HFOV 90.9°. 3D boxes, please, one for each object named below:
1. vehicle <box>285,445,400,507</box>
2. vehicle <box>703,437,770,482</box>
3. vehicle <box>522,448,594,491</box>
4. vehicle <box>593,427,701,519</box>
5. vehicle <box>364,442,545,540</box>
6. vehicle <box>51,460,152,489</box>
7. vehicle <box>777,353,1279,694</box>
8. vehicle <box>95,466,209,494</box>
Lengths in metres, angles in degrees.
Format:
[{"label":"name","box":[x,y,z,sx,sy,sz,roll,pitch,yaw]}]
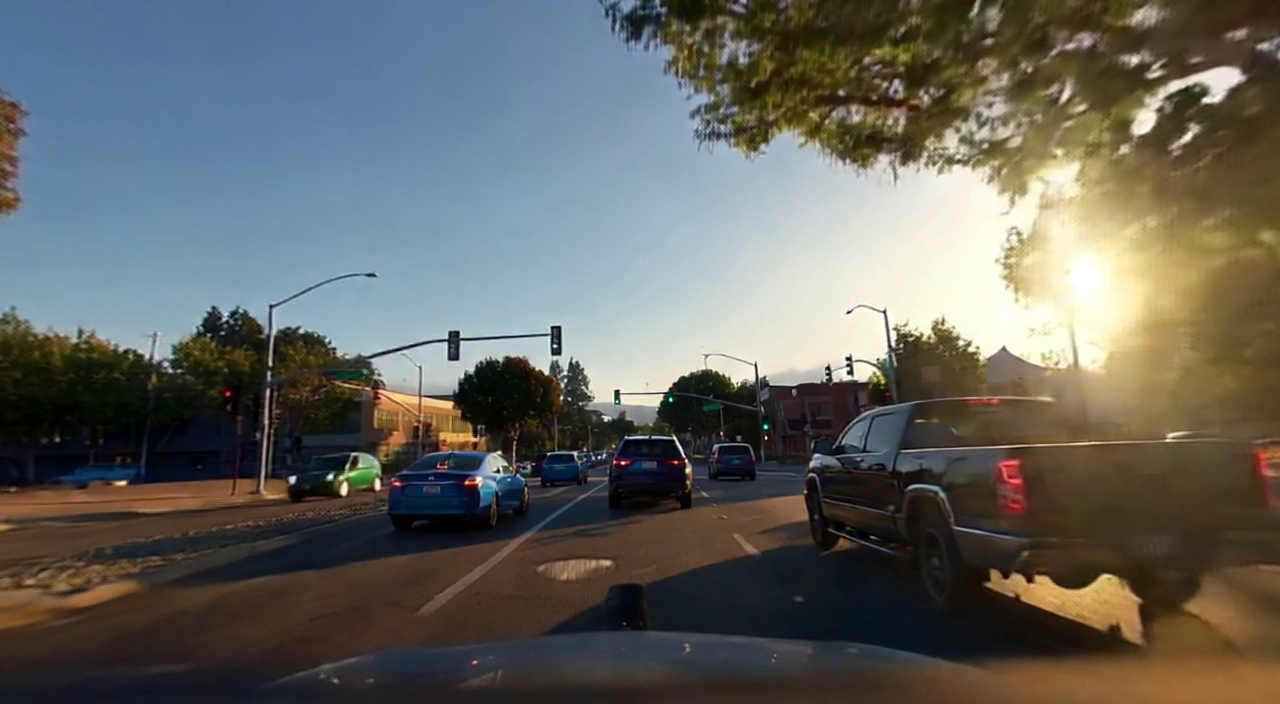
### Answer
[{"label":"vehicle","box":[-10.129,4.201,21.961,2.099,1.813,4.583,-1,-8,-5]},{"label":"vehicle","box":[4.369,4.982,29.563,2.408,1.908,5.355,0,-9,2]},{"label":"vehicle","box":[-3.010,4.405,24.125,2.072,1.450,4.612,0,-8,1]},{"label":"vehicle","box":[0.172,2.663,14.369,2.113,1.768,3.901,0,-8,1]},{"label":"vehicle","box":[-3.207,2.480,12.082,1.909,1.476,4.751,0,-8,1]},{"label":"vehicle","box":[-35.991,8.203,42.269,4.606,1.867,2.226,0,-11,-1]},{"label":"vehicle","box":[3.315,1.353,6.422,2.571,1.857,5.841,0,-8,1]},{"label":"vehicle","box":[-29.353,7.703,38.045,5.100,1.533,2.032,0,-8,-1]}]
